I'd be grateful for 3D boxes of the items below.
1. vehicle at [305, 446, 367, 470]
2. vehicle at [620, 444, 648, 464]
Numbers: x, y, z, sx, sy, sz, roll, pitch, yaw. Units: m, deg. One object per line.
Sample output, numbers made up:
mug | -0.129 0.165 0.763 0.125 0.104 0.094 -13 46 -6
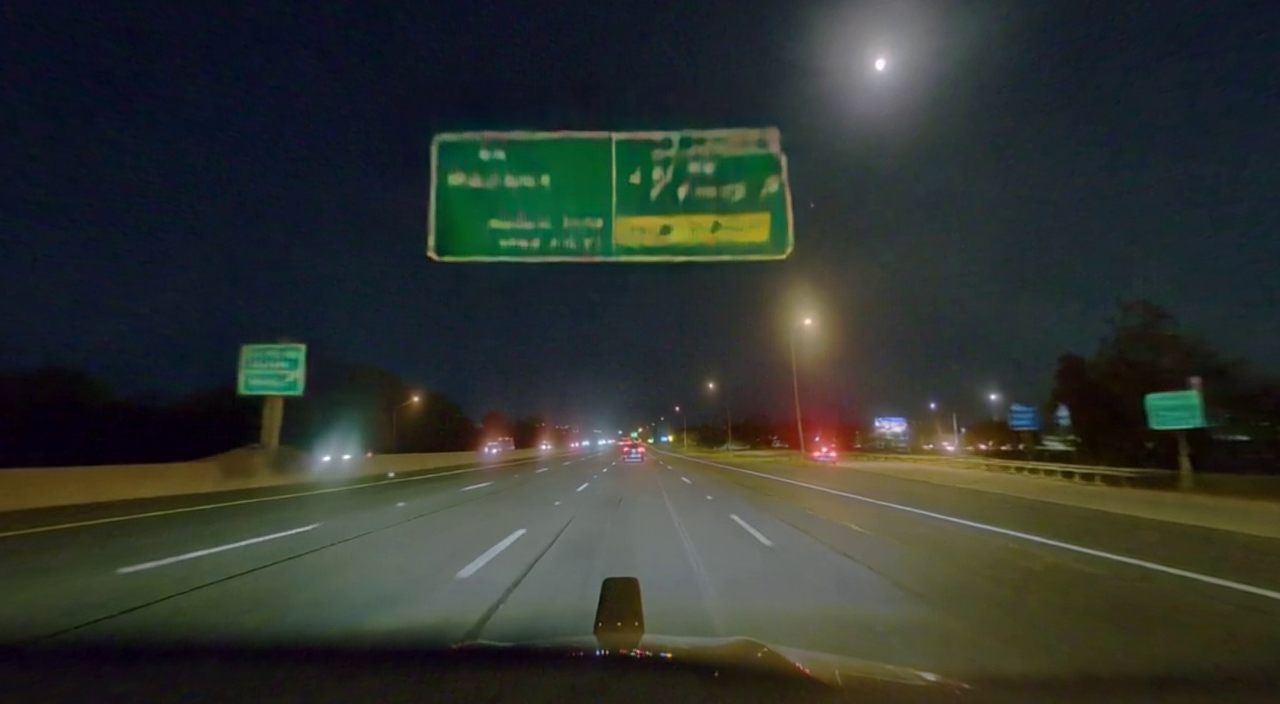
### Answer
vehicle | -21.076 7.339 44.031 1.959 1.530 4.569 0 -8 1
vehicle | -0.454 7.818 48.565 2.025 1.460 4.189 0 -8 -1
